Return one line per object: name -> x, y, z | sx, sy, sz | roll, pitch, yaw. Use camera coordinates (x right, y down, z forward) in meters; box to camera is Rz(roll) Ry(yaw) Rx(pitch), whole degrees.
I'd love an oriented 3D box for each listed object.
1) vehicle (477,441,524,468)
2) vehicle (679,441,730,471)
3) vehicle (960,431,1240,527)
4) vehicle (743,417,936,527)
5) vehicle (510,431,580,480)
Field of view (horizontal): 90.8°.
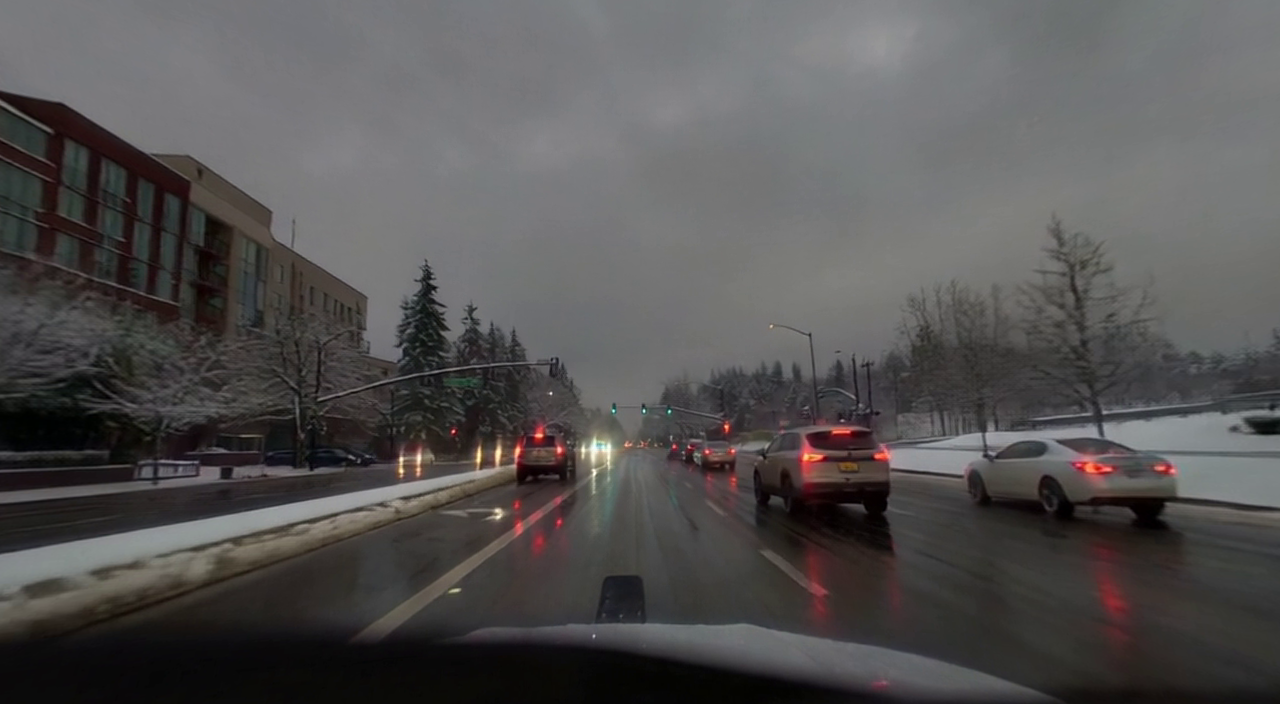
vehicle -> -9.055, 6.675, 41.411 | 2.036, 1.655, 4.529 | 0, -8, 0
vehicle -> 3.339, 5.468, 33.482 | 2.054, 1.473, 4.511 | 0, -8, -2
vehicle -> 8.528, 2.367, 12.453 | 1.944, 1.503, 4.723 | 0, -8, 0
vehicle -> 3.594, 2.268, 12.539 | 2.152, 1.742, 4.704 | 0, -8, -2
vehicle -> -3.715, 4.126, 25.363 | 2.155, 1.797, 3.989 | -1, -8, 0
